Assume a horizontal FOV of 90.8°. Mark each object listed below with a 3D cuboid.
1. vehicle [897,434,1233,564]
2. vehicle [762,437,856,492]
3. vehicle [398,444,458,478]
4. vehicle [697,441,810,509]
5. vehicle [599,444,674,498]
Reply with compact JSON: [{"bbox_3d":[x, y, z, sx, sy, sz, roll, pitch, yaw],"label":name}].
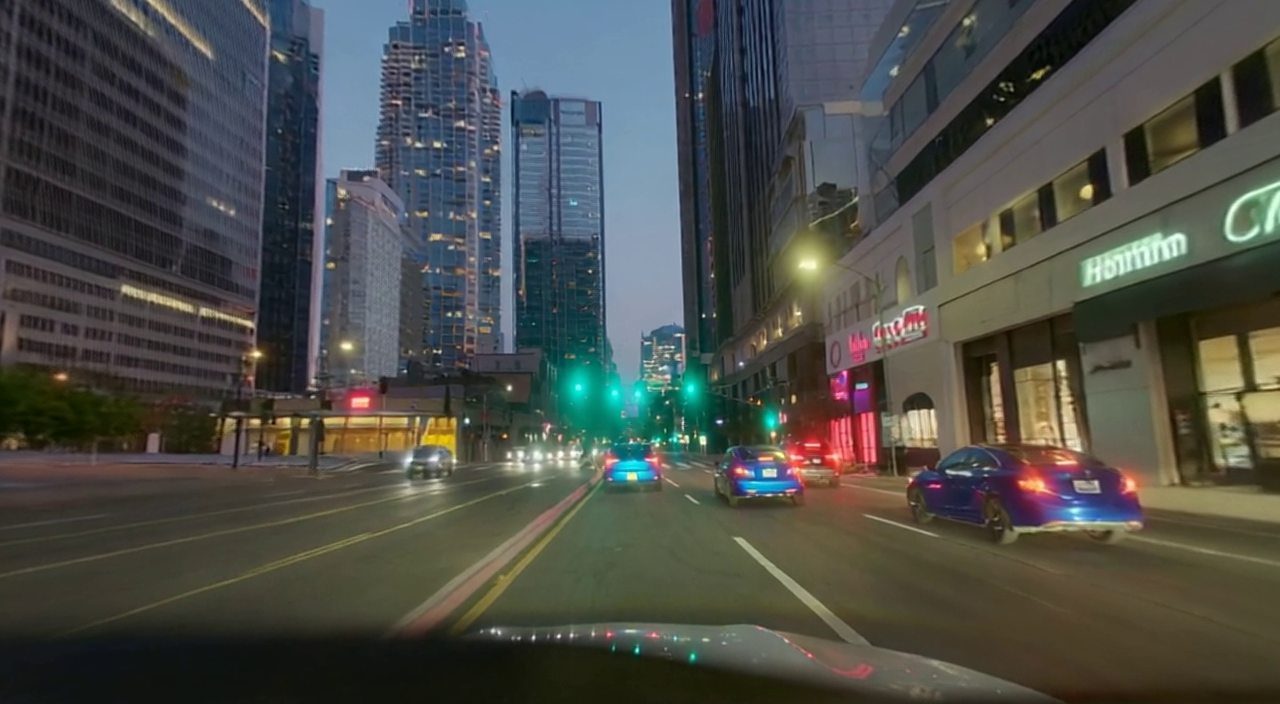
[{"bbox_3d":[6.016,2.096,9.874,1.914,1.484,4.639,-1,-9,-2],"label":"vehicle"},{"bbox_3d":[6.008,4.048,23.104,2.015,1.745,4.444,-1,-9,-2],"label":"vehicle"},{"bbox_3d":[-12.252,6.308,36.887,1.861,1.780,4.814,-1,-9,0],"label":"vehicle"},{"bbox_3d":[2.758,3.104,16.489,1.987,1.484,4.427,-1,-9,-2],"label":"vehicle"},{"bbox_3d":[-0.155,3.669,19.926,2.096,1.457,4.160,-1,-9,-1],"label":"vehicle"}]
